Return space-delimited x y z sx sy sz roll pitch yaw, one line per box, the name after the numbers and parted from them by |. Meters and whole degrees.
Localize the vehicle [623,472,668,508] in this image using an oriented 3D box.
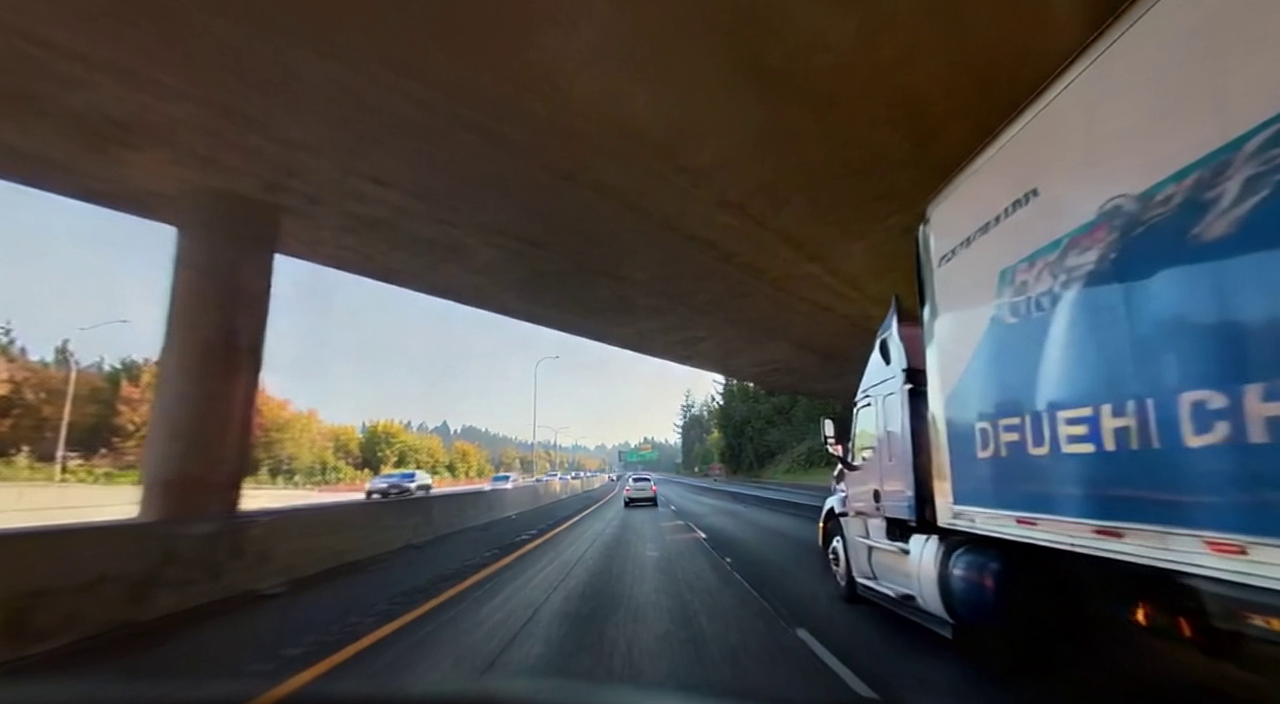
0.251 6.987 32.193 2.124 1.653 4.857 1 -11 0 | vehicle

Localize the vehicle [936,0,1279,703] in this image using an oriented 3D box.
4.248 -0.319 0.802 2.980 3.834 9.423 1 -11 -1 | vehicle
